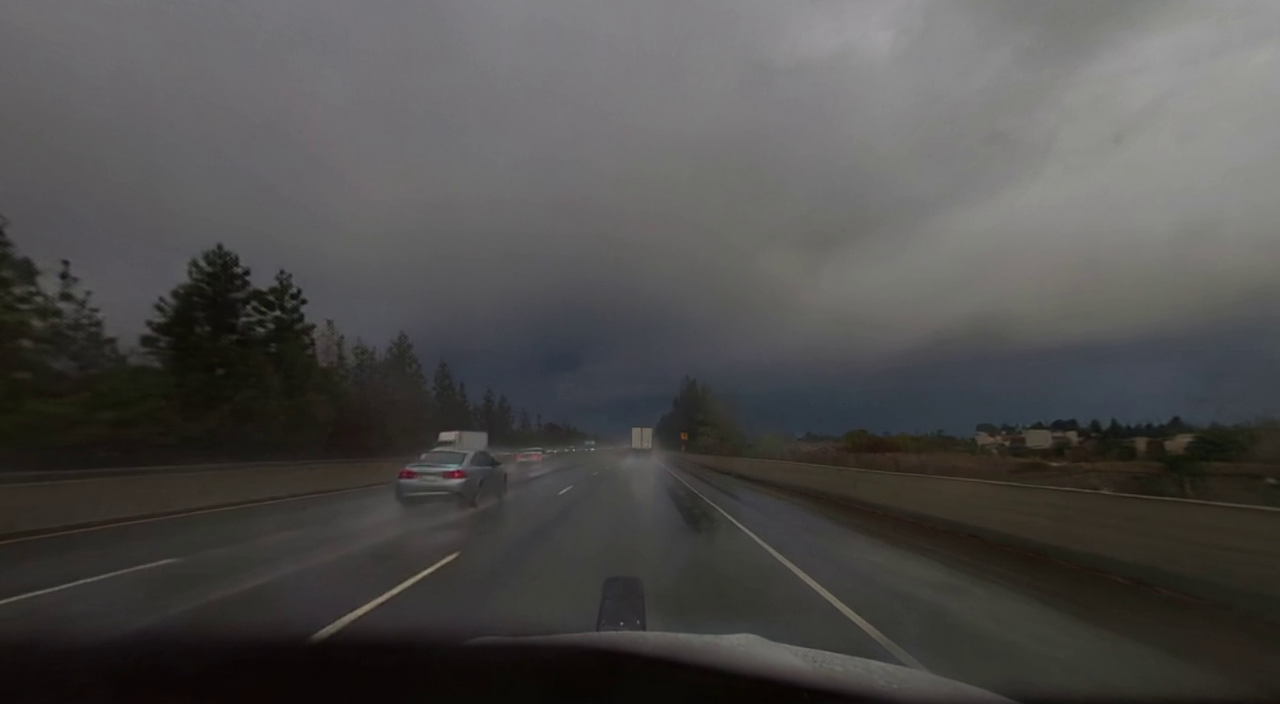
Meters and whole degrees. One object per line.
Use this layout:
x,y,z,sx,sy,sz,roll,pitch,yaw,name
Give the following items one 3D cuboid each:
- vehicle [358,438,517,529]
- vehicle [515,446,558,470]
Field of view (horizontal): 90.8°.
-3.817,2.536,12.668,1.893,1.521,3.742,0,-9,1,vehicle
-7.263,7.485,44.848,2.179,1.577,5.070,0,-9,1,vehicle
